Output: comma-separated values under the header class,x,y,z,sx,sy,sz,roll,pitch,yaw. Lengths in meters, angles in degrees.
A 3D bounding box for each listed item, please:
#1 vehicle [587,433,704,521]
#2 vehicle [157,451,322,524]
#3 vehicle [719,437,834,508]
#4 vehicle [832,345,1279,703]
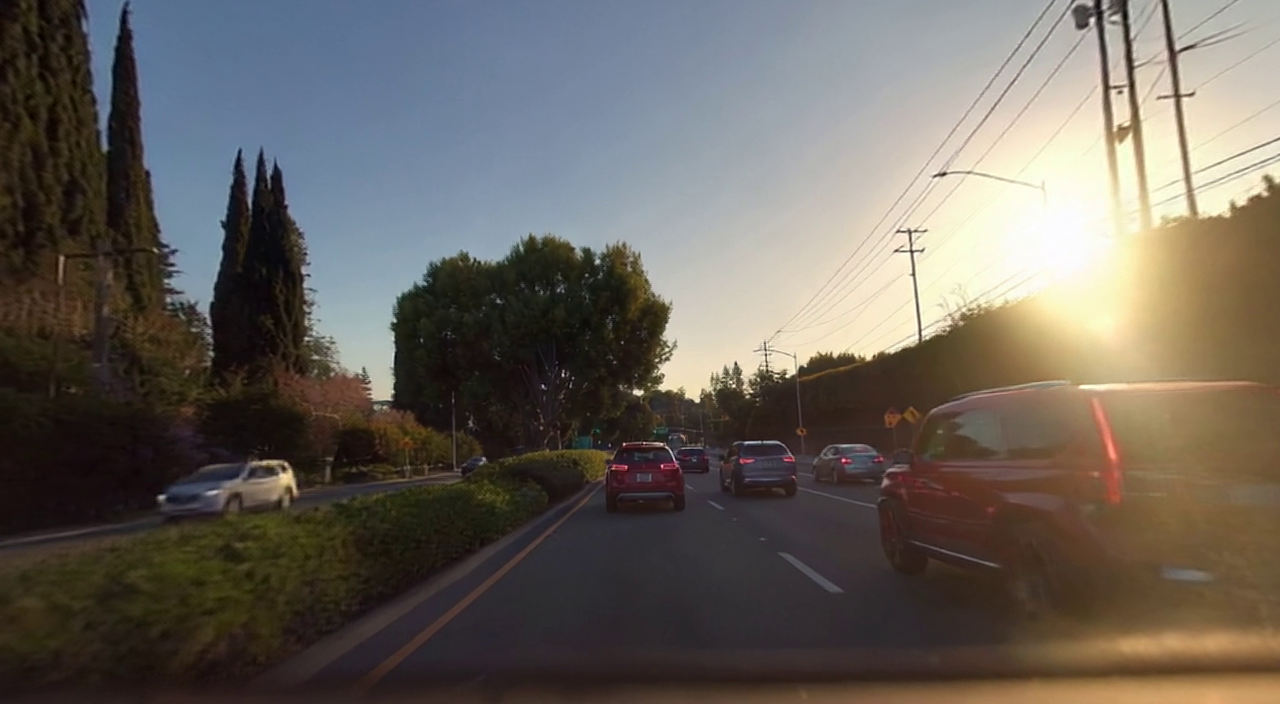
class,x,y,z,sx,sy,sz,roll,pitch,yaw
vehicle,0.088,2.677,14.102,2.199,1.641,4.232,0,-8,-1
vehicle,-12.409,4.158,20.118,2.107,1.931,5.015,0,-8,-2
vehicle,3.348,3.049,16.431,2.064,1.591,4.081,0,-8,0
vehicle,3.397,1.200,5.302,2.097,1.818,4.625,0,-8,0
